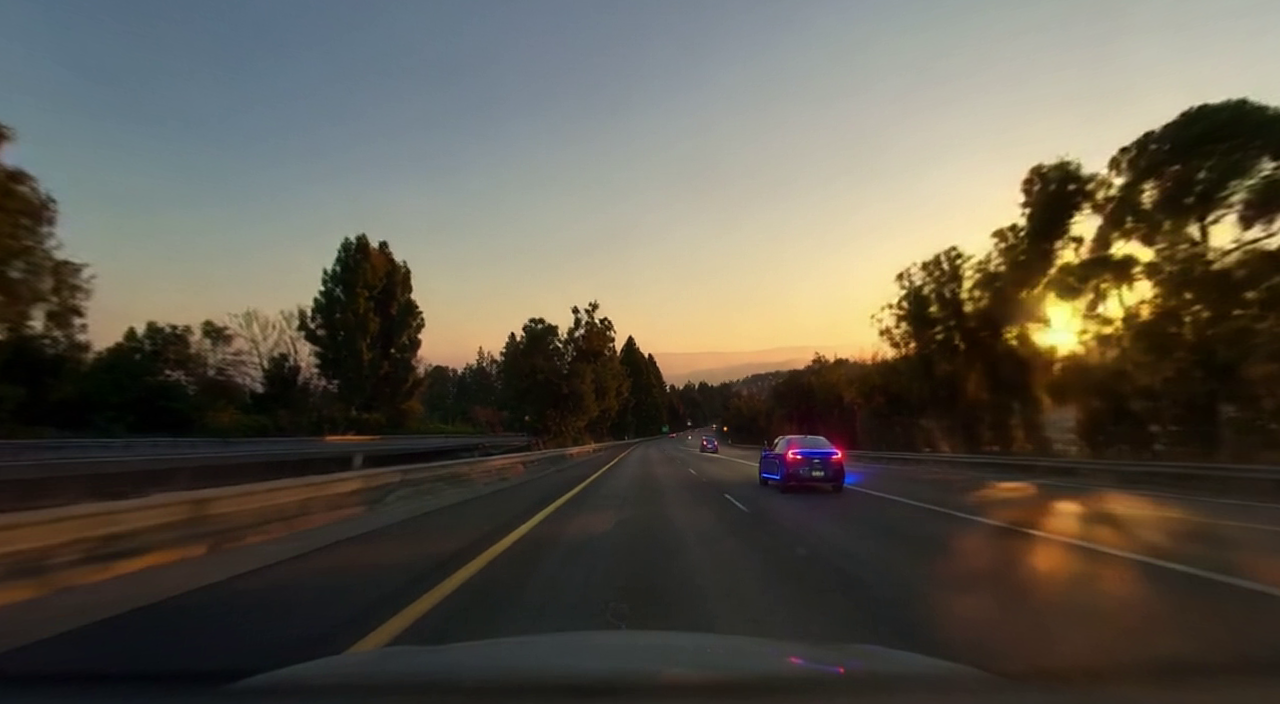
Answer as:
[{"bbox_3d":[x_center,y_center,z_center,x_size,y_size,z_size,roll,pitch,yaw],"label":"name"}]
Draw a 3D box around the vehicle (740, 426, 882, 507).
[{"bbox_3d":[3.679,2.558,14.504,2.050,1.546,4.344,0,-8,0],"label":"vehicle"}]
